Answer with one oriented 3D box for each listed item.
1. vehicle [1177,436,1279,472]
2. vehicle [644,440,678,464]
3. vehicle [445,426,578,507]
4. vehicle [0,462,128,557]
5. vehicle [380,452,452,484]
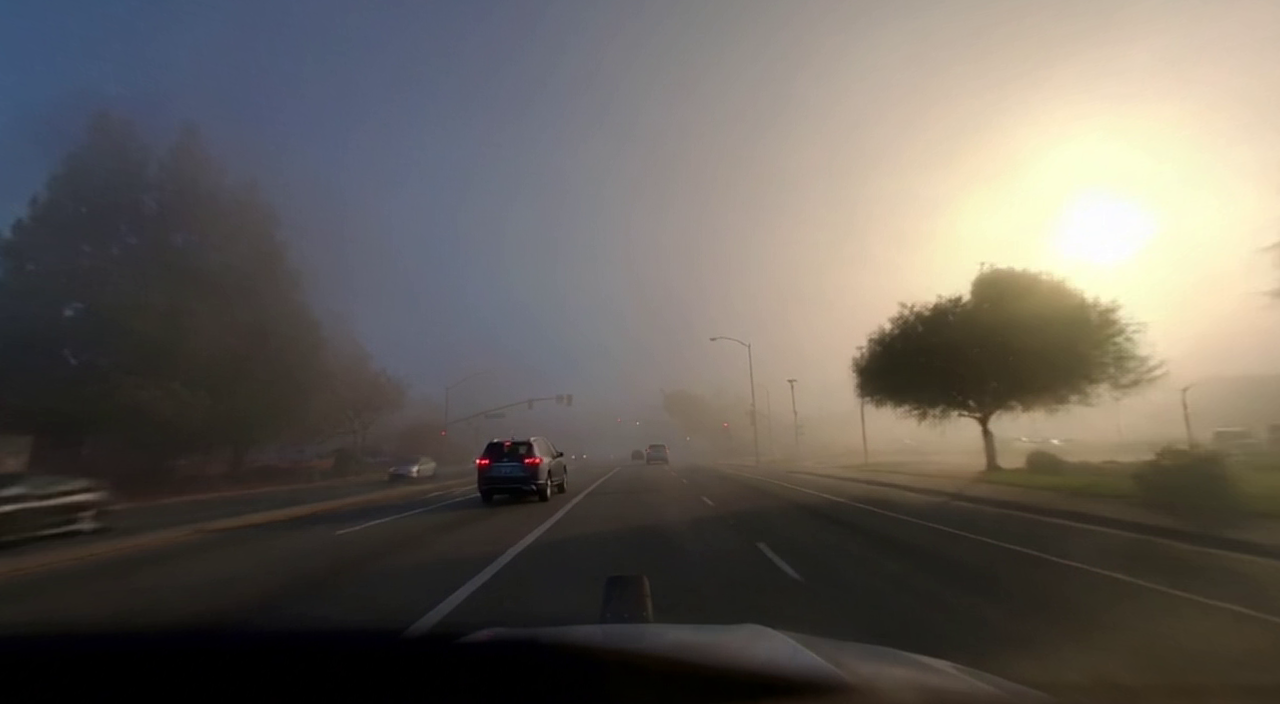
[{"bbox_3d":[29.079,4.899,30.622,1.849,1.466,4.449,-5,-8,-1],"label":"vehicle"},{"bbox_3d":[1.580,7.885,49.865,2.437,1.737,4.420,0,-8,-2],"label":"vehicle"},{"bbox_3d":[-3.250,3.058,17.371,2.459,1.825,5.380,-1,-8,1],"label":"vehicle"},{"bbox_3d":[-11.722,2.736,10.867,1.952,1.500,4.543,-1,-8,0],"label":"vehicle"},{"bbox_3d":[-11.606,6.009,33.019,1.915,1.493,4.782,-1,-8,1],"label":"vehicle"}]
